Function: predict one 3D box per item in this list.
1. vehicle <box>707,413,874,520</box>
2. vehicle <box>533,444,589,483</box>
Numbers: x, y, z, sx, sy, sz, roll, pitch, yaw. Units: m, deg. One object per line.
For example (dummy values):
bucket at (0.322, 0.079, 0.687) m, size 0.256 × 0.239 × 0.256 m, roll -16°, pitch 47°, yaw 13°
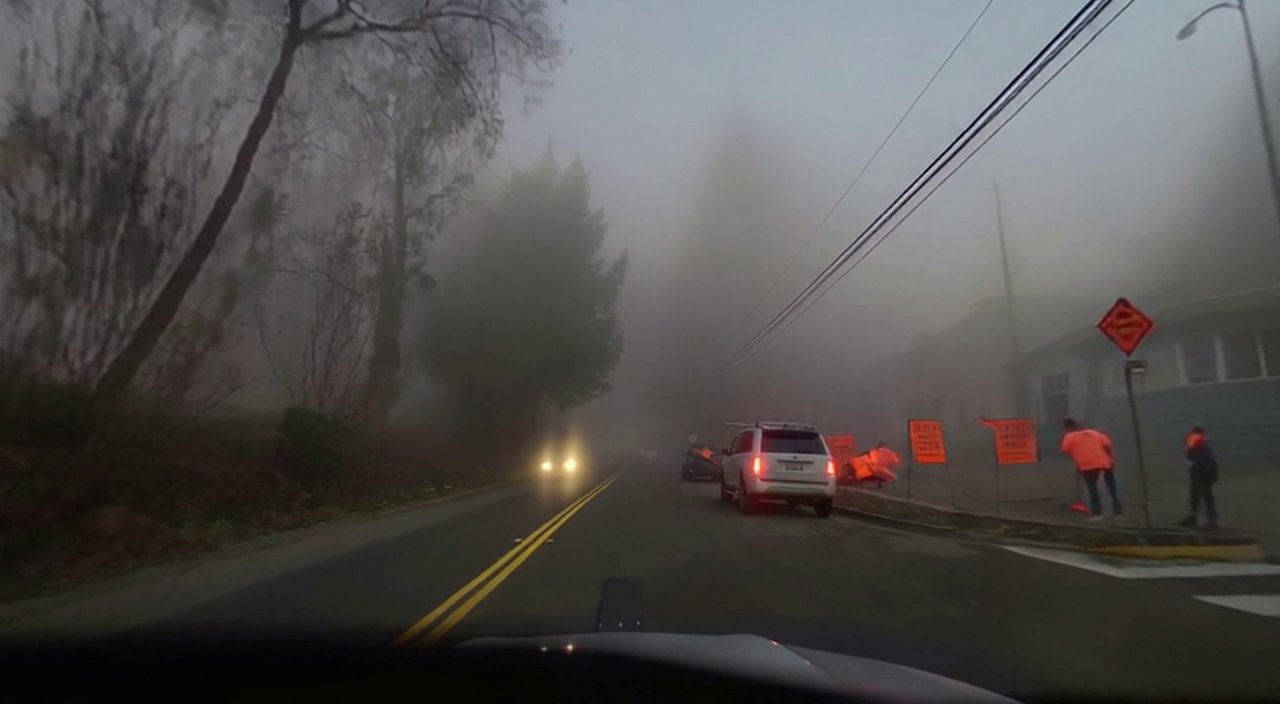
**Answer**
vehicle at (3.357, 2.786, 15.865) m, size 2.759 × 2.114 × 6.152 m, roll 0°, pitch -9°, yaw 1°
vehicle at (-3.658, 5.270, 30.121) m, size 2.078 × 1.716 × 4.367 m, roll 0°, pitch -9°, yaw 1°
